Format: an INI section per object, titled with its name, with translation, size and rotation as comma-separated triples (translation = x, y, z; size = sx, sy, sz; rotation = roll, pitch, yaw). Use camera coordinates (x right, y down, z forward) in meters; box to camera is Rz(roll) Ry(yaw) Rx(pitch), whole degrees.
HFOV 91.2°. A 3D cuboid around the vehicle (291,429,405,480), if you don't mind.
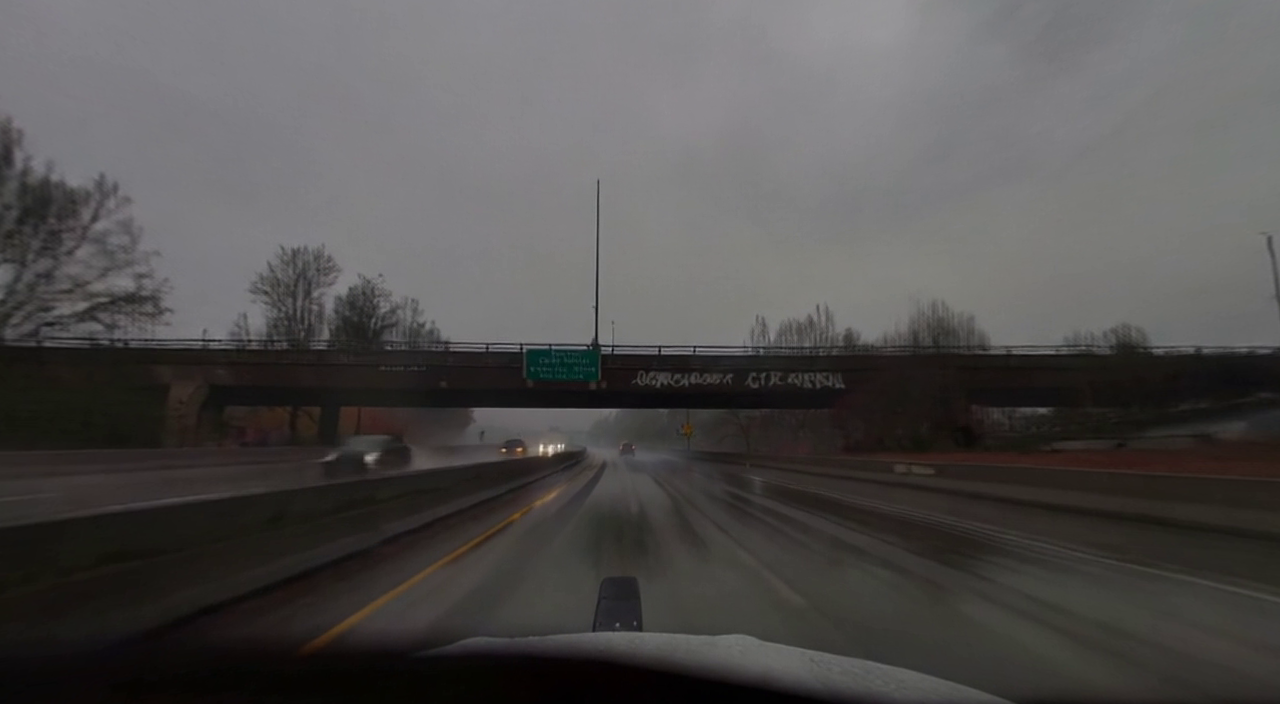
[vehicle]
translation = -9.697, 3.453, 21.223
size = 1.877, 1.519, 4.222
rotation = 0, -9, -1
